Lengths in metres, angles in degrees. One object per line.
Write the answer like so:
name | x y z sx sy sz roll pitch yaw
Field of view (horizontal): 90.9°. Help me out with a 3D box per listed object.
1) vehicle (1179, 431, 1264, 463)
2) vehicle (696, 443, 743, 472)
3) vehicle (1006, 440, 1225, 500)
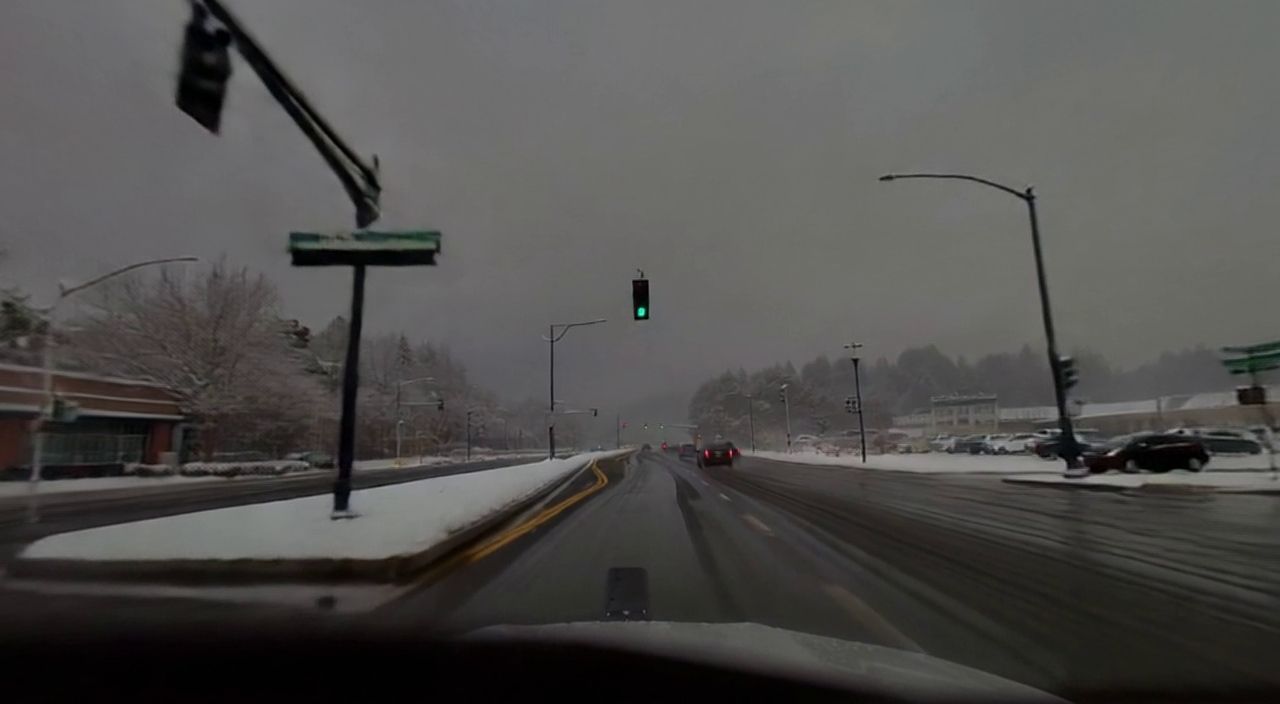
vehicle | 34.809 5.665 37.938 2.013 1.505 5.690 -8 -8 25
vehicle | 4.362 5.854 35.176 2.038 1.528 4.259 0 -8 0
vehicle | 13.051 3.194 17.515 4.581 1.434 1.893 -8 -11 41
